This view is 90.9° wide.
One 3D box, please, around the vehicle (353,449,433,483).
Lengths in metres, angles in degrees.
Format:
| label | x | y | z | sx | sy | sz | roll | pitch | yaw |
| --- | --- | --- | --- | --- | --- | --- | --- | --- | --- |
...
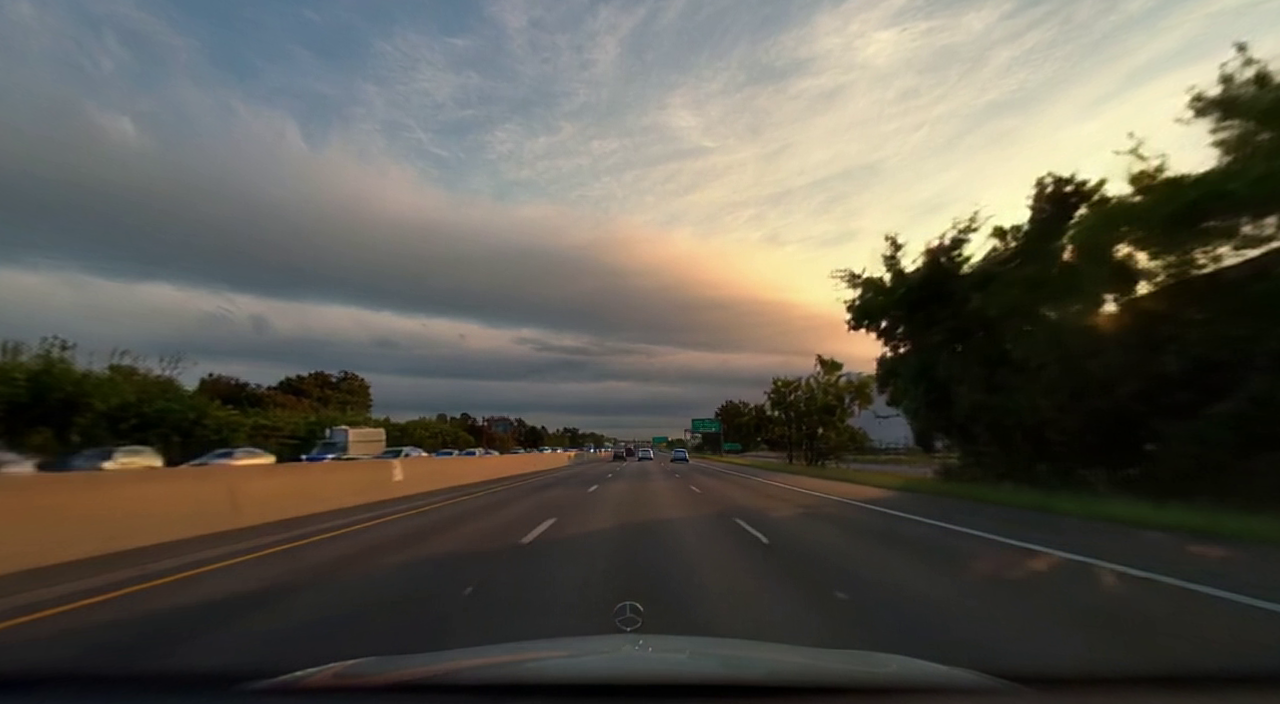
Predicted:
| label | x | y | z | sx | sy | sz | roll | pitch | yaw |
| --- | --- | --- | --- | --- | --- | --- | --- | --- | --- |
| vehicle | -11.573 | 5.353 | 29.860 | 1.960 | 1.425 | 4.465 | 0 | -9 | 0 |

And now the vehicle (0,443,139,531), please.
| label | x | y | z | sx | sy | sz | roll | pitch | yaw |
| --- | --- | --- | --- | --- | --- | --- | --- | --- | --- |
| vehicle | -11.902 | 2.424 | 11.528 | 1.988 | 1.457 | 4.746 | 1 | -9 | -7 |

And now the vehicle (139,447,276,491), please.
| label | x | y | z | sx | sy | sz | roll | pitch | yaw |
| --- | --- | --- | --- | --- | --- | --- | --- | --- | --- |
| vehicle | -15.865 | 4.289 | 23.452 | 1.890 | 1.461 | 4.518 | 0 | -9 | 0 |

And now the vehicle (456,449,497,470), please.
| label | x | y | z | sx | sy | sz | roll | pitch | yaw |
| --- | --- | --- | --- | --- | --- | --- | --- | --- | --- |
| vehicle | -11.828 | 7.827 | 45.834 | 1.814 | 1.438 | 3.897 | -1 | -9 | 2 |

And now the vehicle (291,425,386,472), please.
| label | x | y | z | sx | sy | sz | roll | pitch | yaw |
| --- | --- | --- | --- | --- | --- | --- | --- | --- | --- |
| vehicle | -19.678 | 6.394 | 41.633 | 2.668 | 2.821 | 6.805 | -1 | -9 | 2 |
